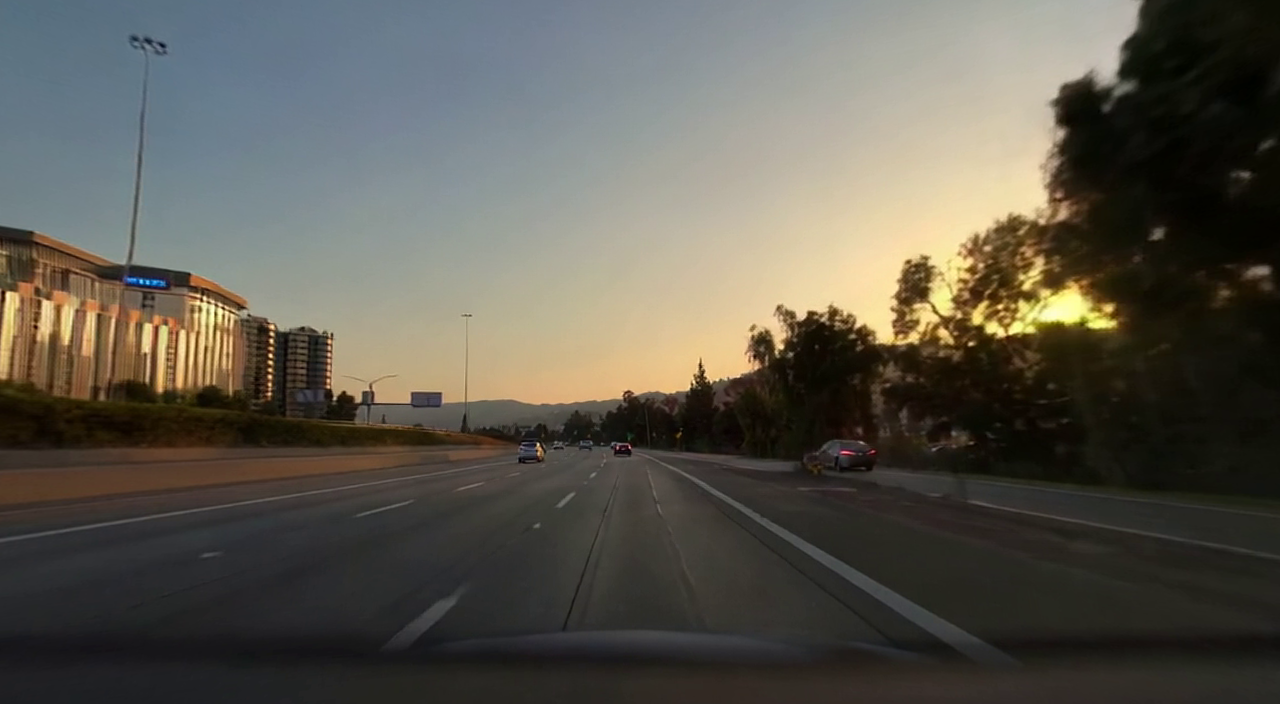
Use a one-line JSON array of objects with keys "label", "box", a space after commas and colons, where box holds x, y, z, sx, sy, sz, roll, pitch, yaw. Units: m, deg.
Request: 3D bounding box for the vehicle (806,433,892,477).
[{"label": "vehicle", "box": [9.323, 4.616, 28.531, 2.023, 1.782, 4.193, 1, -9, -7]}]
